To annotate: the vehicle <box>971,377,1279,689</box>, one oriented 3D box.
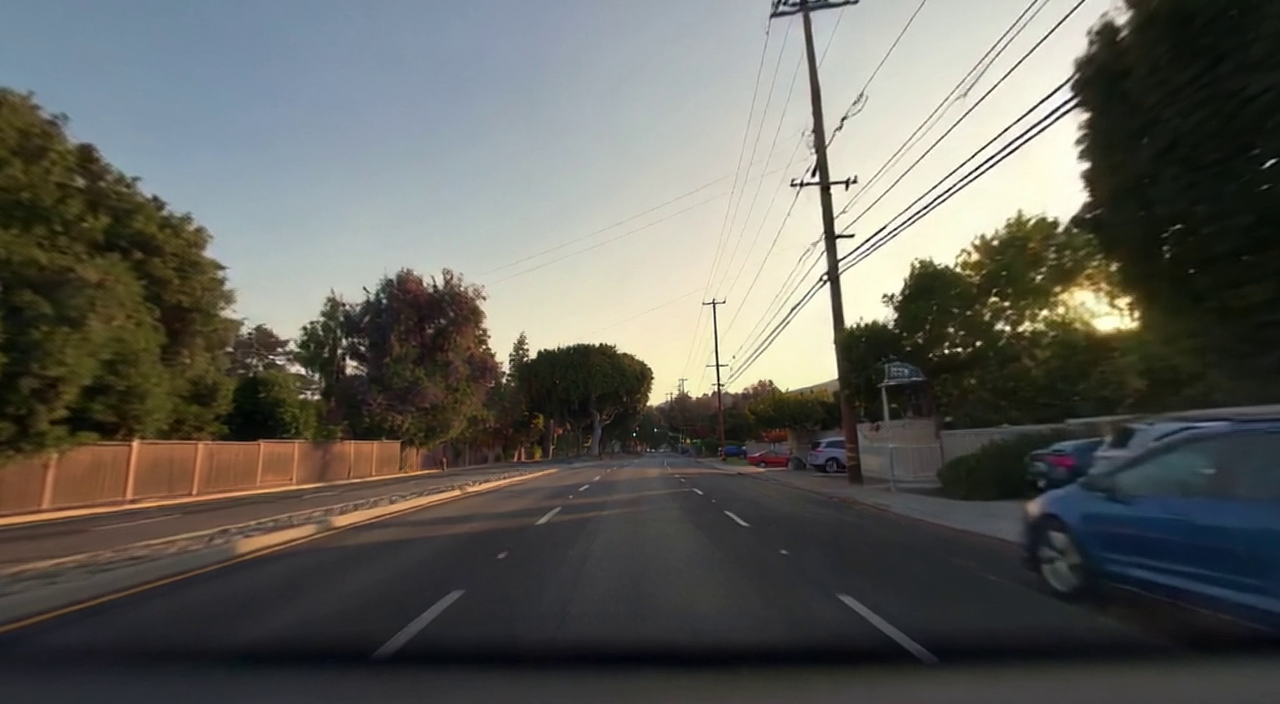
[{"bbox_3d":[4.584,1.091,4.134,2.092,1.713,4.830,0,-8,-1],"label":"vehicle"}]
